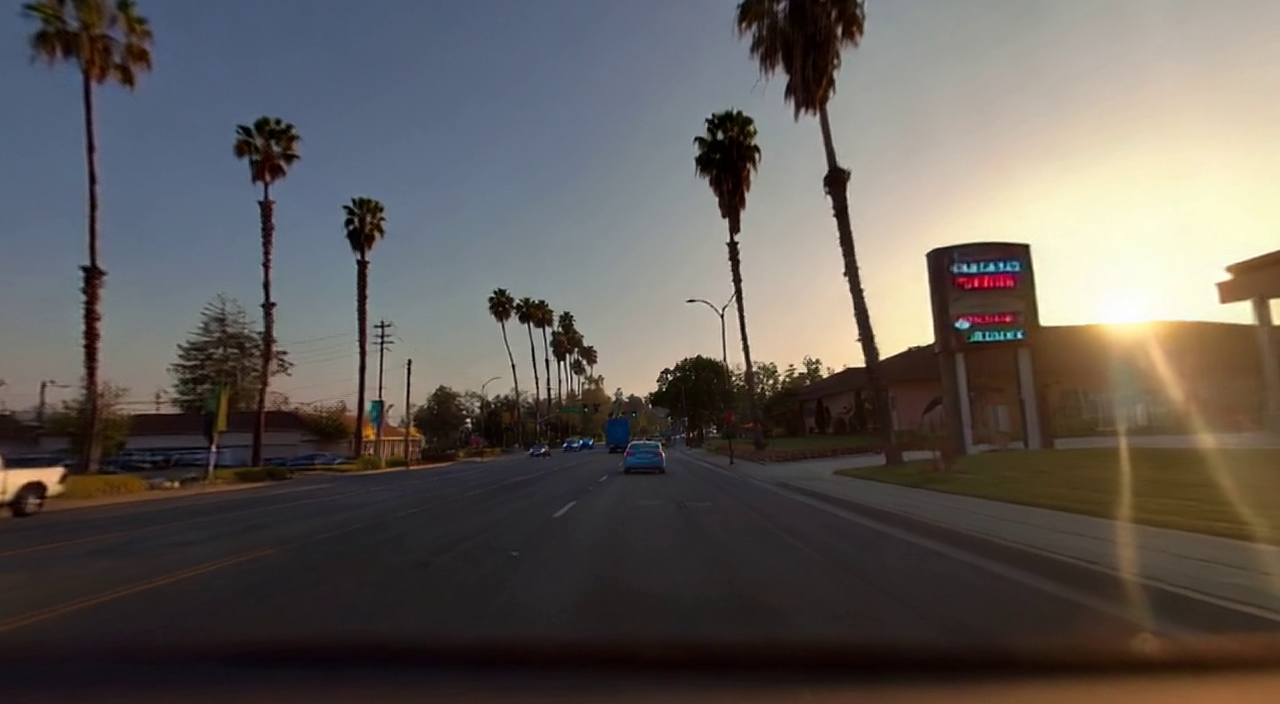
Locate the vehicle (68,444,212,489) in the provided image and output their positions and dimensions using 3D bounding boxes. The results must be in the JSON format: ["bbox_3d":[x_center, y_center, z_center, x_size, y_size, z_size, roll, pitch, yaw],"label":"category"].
[{"bbox_3d":[-21.825,4.991,27.525,4.536,1.838,2.042,0,-8,2],"label":"vehicle"}]

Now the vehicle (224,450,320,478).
[{"bbox_3d":[-21.253,6.462,36.436,4.440,1.498,2.001,3,-9,-20],"label":"vehicle"}]

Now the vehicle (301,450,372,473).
[{"bbox_3d":[-21.476,7.675,44.367,4.320,1.496,2.046,4,-10,-28],"label":"vehicle"}]

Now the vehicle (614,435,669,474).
[{"bbox_3d":[0.070,4.313,26.609,2.144,1.514,4.063,0,-8,1],"label":"vehicle"}]
